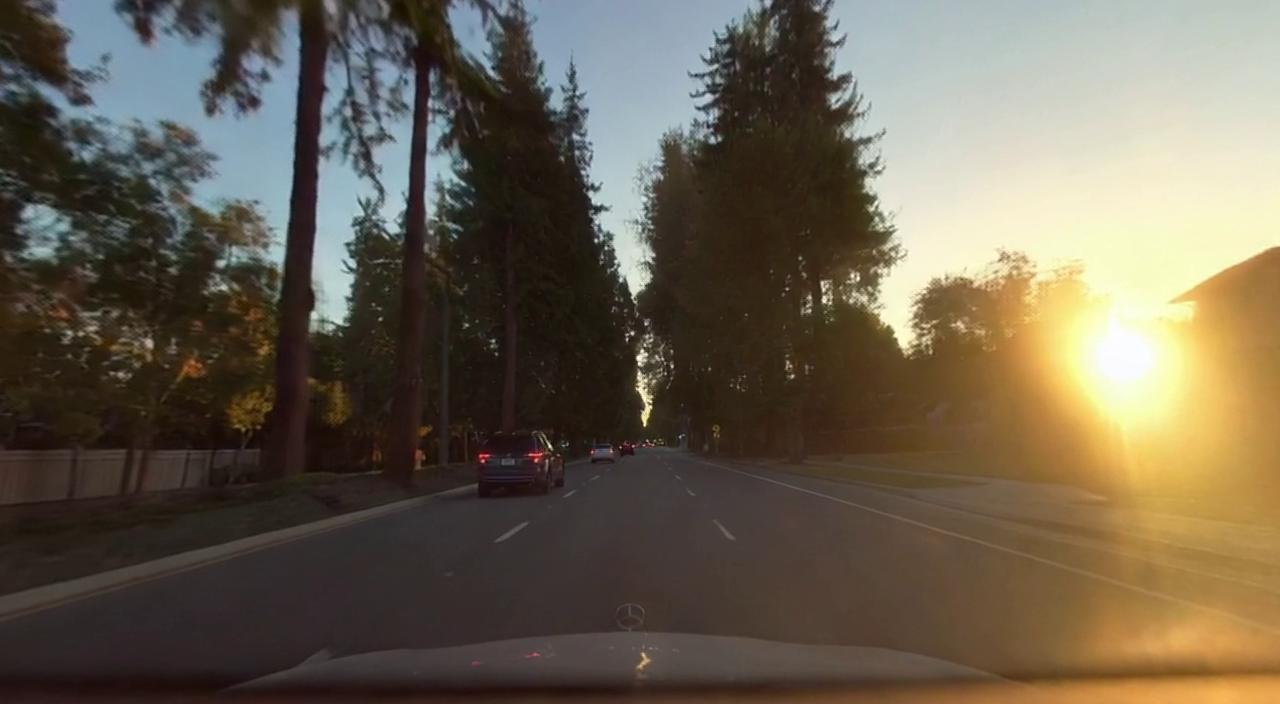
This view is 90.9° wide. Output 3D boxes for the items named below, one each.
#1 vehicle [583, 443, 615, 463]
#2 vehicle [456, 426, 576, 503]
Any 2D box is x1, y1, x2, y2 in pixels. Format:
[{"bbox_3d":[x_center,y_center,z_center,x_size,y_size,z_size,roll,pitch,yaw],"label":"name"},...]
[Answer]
[{"bbox_3d":[-3.030,7.610,47.614,2.021,1.466,4.330,0,-8,1],"label":"vehicle"},{"bbox_3d":[-2.987,2.845,16.333,2.058,1.671,4.704,0,-8,1],"label":"vehicle"}]
